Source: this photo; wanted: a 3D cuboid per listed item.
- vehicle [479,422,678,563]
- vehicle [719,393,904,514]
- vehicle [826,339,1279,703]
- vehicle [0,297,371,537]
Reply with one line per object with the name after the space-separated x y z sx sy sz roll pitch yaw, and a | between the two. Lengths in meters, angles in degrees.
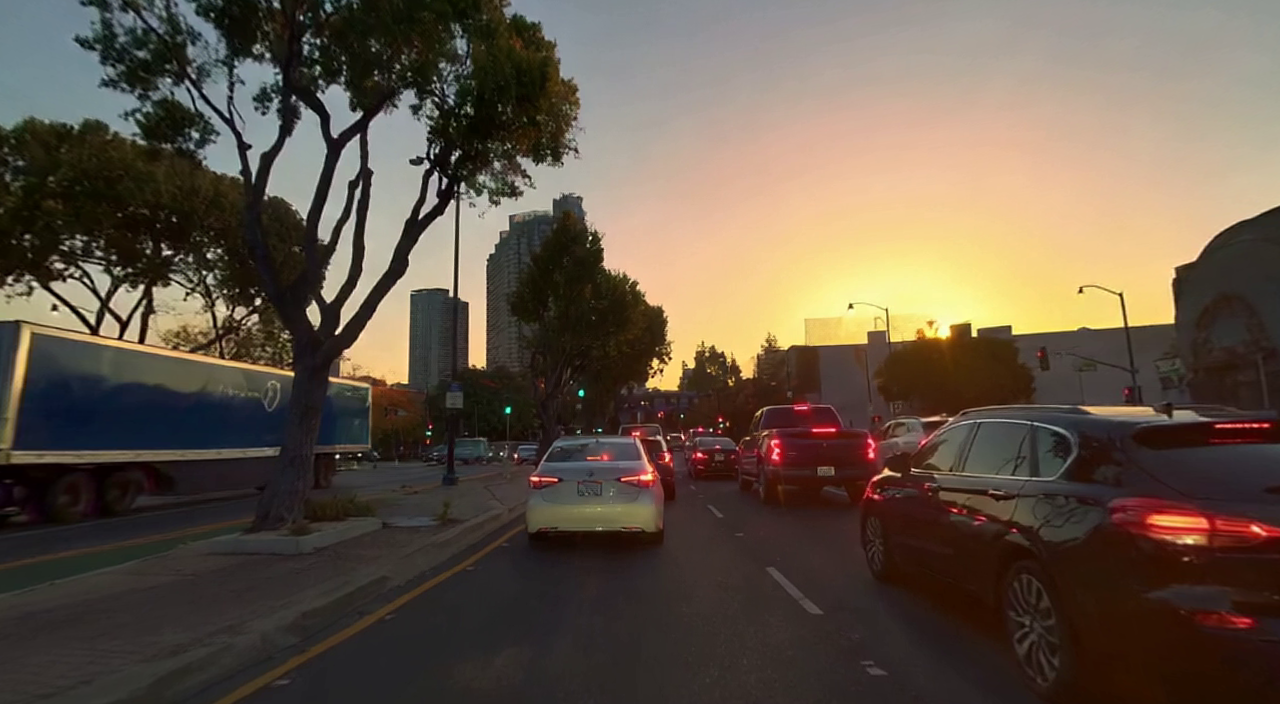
-0.654 1.861 9.065 2.172 1.536 4.250 0 -8 0 | vehicle
3.473 2.270 14.381 2.497 2.186 5.890 0 -8 -1 | vehicle
3.170 1.148 4.802 2.024 1.723 4.714 0 -8 0 | vehicle
-13.204 2.141 17.775 3.246 4.347 17.394 0 -9 1 | vehicle
